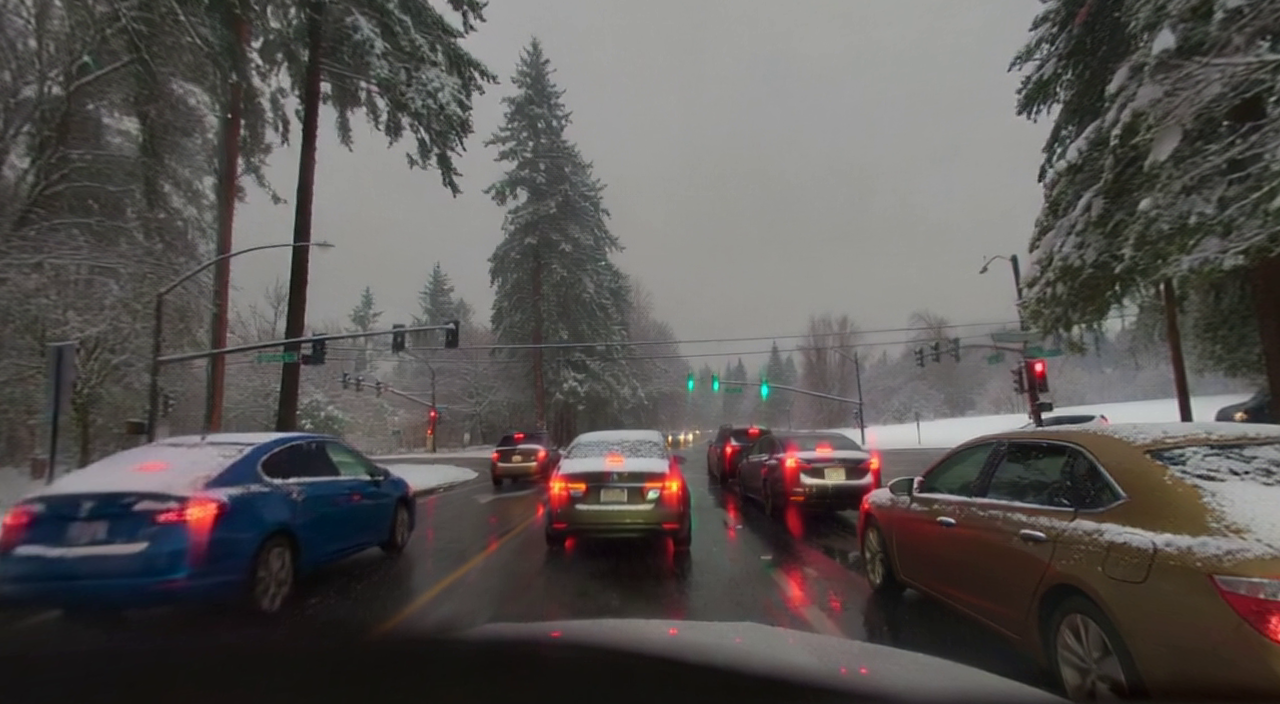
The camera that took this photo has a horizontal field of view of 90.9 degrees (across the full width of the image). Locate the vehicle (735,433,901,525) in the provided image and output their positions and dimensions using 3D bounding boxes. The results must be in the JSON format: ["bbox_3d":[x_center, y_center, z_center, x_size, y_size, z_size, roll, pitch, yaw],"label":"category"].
[{"bbox_3d":[3.187,2.334,12.333,1.975,1.460,4.357,0,-8,0],"label":"vehicle"}]

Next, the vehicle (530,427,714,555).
[{"bbox_3d":[-0.226,1.914,9.351,2.147,1.479,3.803,0,-8,0],"label":"vehicle"}]

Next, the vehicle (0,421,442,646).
[{"bbox_3d":[-3.710,1.537,6.479,1.935,1.482,4.433,0,-8,-1],"label":"vehicle"}]

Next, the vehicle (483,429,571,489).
[{"bbox_3d":[-3.524,3.434,20.526,1.961,1.714,4.268,0,-8,2],"label":"vehicle"}]

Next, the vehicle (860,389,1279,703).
[{"bbox_3d":[3.140,1.151,4.061,1.903,1.480,4.270,0,-8,0],"label":"vehicle"}]
